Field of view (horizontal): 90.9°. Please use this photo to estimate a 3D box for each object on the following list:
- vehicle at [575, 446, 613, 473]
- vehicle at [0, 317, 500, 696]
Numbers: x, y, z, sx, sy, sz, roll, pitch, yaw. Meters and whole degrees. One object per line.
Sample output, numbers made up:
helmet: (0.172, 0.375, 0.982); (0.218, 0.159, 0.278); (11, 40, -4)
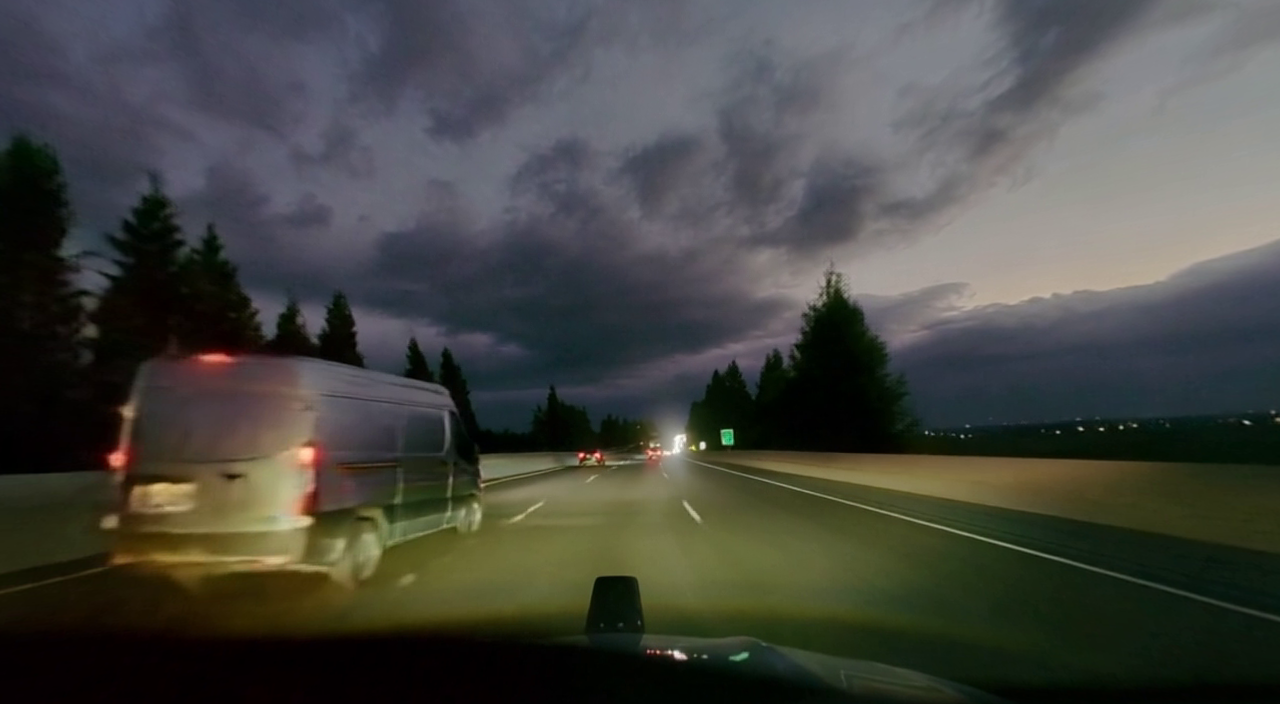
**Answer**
vehicle: (-2.812, 6.694, 39.359); (1.959, 1.571, 4.313); (-1, -9, 1)
vehicle: (-3.077, 1.197, 5.932); (2.219, 2.033, 4.911); (-1, -9, 2)
